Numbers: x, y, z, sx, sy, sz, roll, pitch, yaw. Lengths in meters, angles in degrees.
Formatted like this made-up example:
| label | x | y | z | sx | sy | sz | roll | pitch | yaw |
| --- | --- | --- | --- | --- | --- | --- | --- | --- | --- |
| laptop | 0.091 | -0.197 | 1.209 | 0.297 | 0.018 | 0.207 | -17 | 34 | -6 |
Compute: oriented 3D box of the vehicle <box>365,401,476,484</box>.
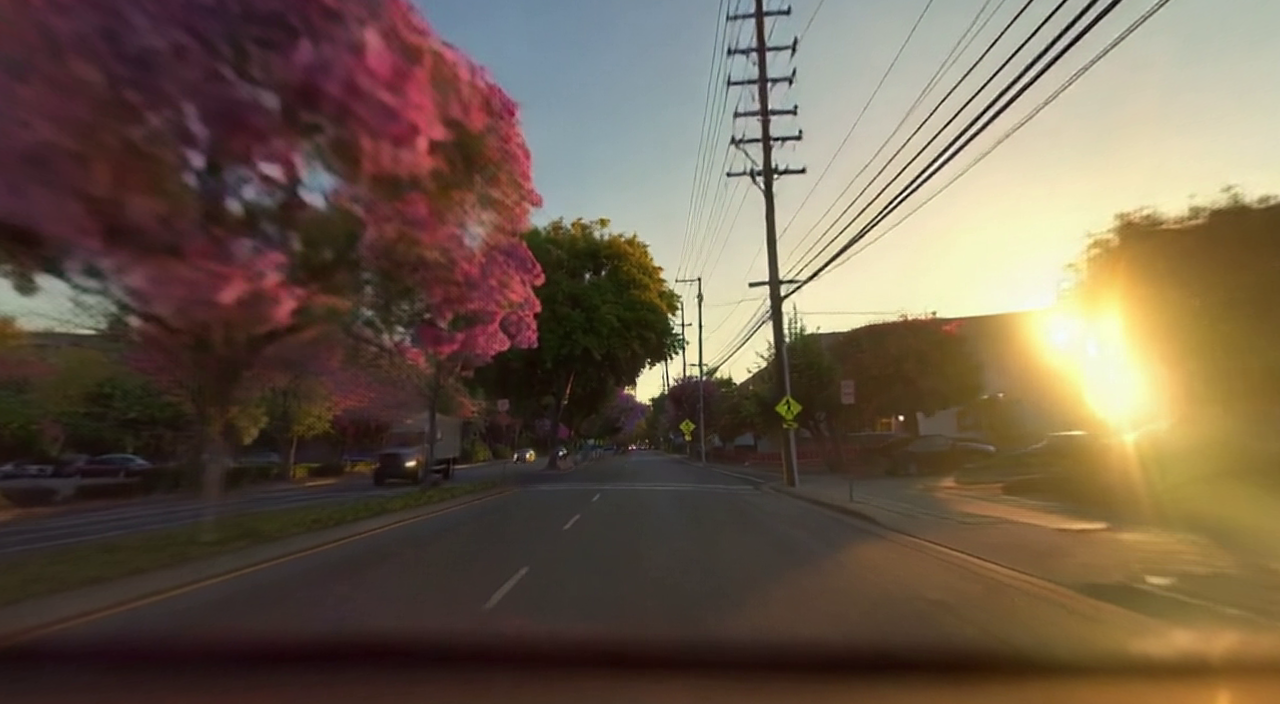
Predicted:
| label | x | y | z | sx | sy | sz | roll | pitch | yaw |
| --- | --- | --- | --- | --- | --- | --- | --- | --- | --- |
| vehicle | -10.846 | 4.621 | 32.092 | 2.836 | 3.663 | 7.511 | 0 | -9 | 0 |

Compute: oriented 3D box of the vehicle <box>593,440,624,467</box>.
| label | x | y | z | sx | sy | sz | roll | pitch | yaw |
| --- | --- | --- | --- | --- | --- | --- | --- | --- | --- |
| vehicle | -2.395 | 7.946 | 49.340 | 2.202 | 1.961 | 4.980 | 0 | -9 | 0 |
